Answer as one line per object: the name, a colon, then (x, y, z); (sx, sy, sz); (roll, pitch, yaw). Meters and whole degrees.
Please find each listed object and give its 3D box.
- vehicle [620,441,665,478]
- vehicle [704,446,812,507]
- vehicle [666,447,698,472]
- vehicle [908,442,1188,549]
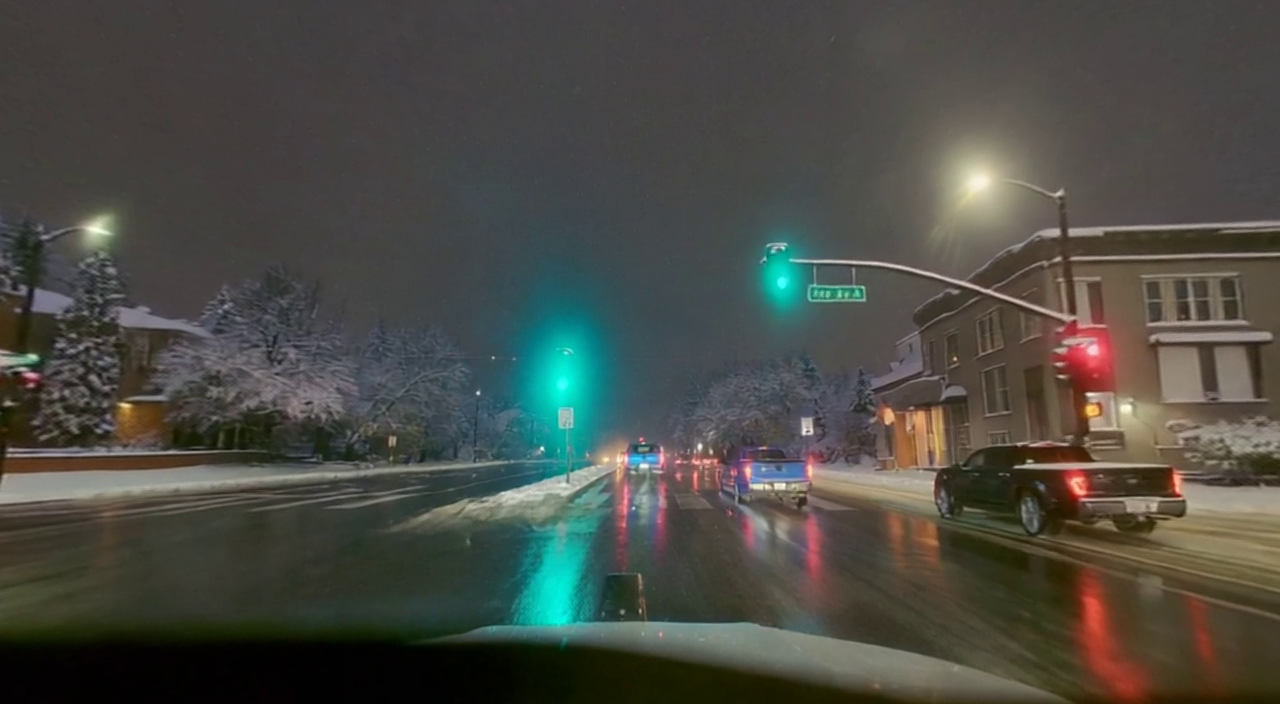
vehicle: (0.113, 5.903, 34.945); (2.344, 1.883, 4.572); (0, -8, 0)
vehicle: (3.123, 3.377, 17.669); (2.057, 1.463, 4.365); (0, -8, -2)
vehicle: (3.117, 8.097, 47.931); (2.013, 1.742, 4.424); (0, -8, -2)
vehicle: (6.684, 2.349, 11.163); (1.855, 1.469, 4.598); (0, -8, 0)
